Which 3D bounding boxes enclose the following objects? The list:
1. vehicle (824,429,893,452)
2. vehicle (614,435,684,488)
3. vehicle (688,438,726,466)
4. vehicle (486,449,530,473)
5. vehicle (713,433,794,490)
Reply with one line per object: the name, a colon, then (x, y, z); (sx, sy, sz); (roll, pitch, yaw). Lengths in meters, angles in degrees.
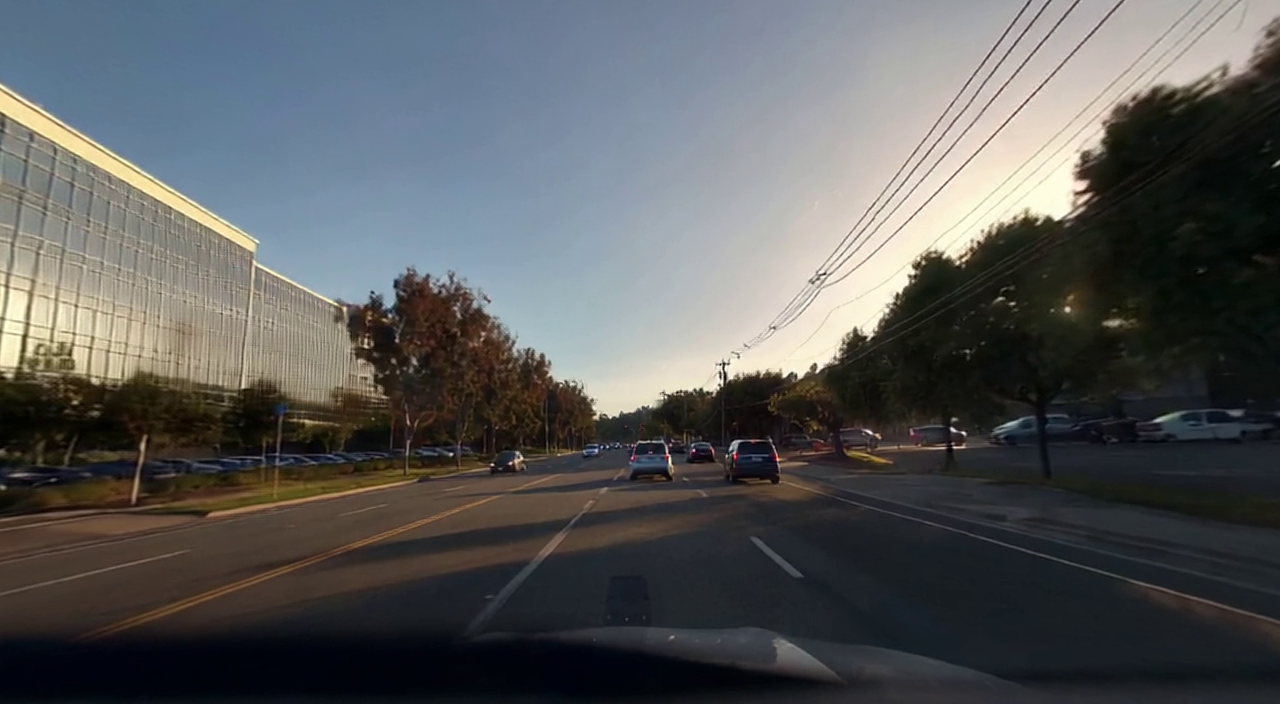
vehicle: (16.496, 6.702, 47.697); (4.392, 1.709, 2.002); (0, -9, 0)
vehicle: (0.316, 3.788, 22.066); (2.200, 1.653, 4.127); (0, -9, 1)
vehicle: (4.307, 6.532, 41.136); (2.024, 1.711, 4.512); (0, -9, 0)
vehicle: (-9.157, 7.586, 44.121); (2.040, 1.507, 4.598); (0, -9, 1)
vehicle: (3.650, 3.591, 20.986); (1.914, 1.698, 4.049); (0, -9, 0)
